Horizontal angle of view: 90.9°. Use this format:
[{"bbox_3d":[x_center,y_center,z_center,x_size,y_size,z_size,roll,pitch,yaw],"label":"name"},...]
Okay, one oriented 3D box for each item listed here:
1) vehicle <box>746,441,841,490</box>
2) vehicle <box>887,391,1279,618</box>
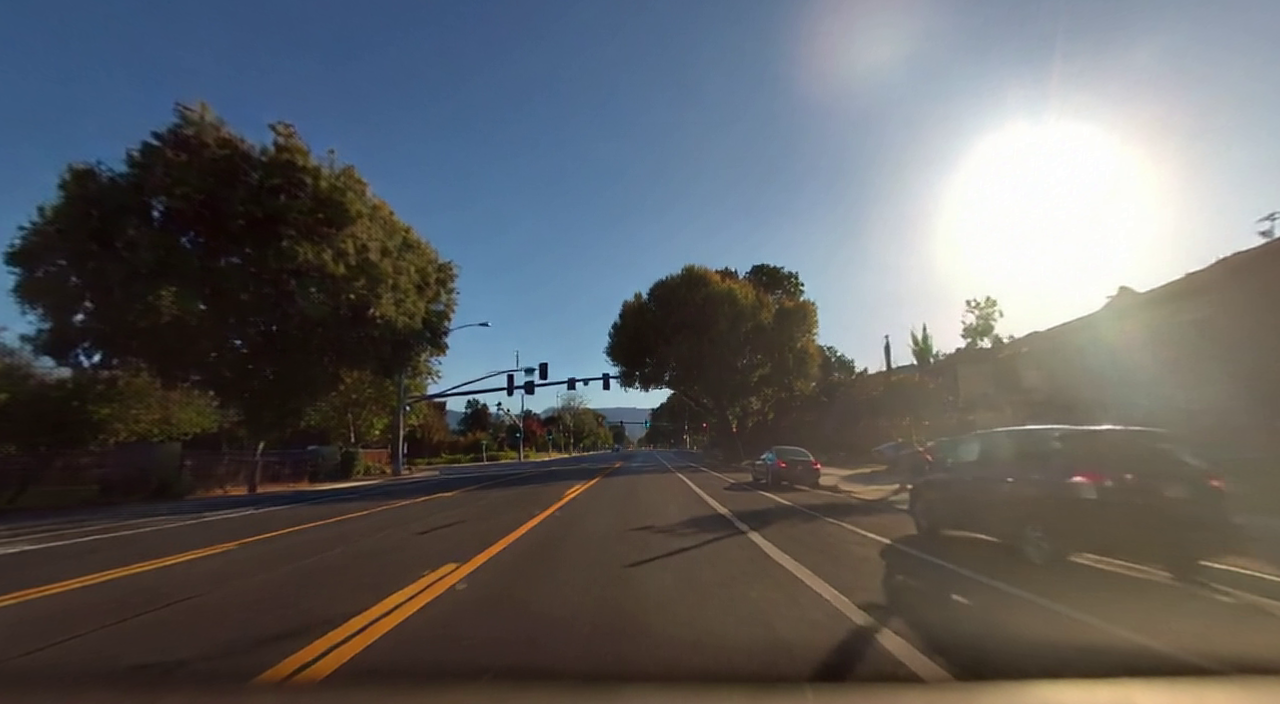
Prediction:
[{"bbox_3d":[5.010,3.766,21.312,1.995,1.472,4.884,0,-9,0],"label":"vehicle"},{"bbox_3d":[4.814,1.525,7.240,2.069,1.743,4.595,0,-9,0],"label":"vehicle"}]
